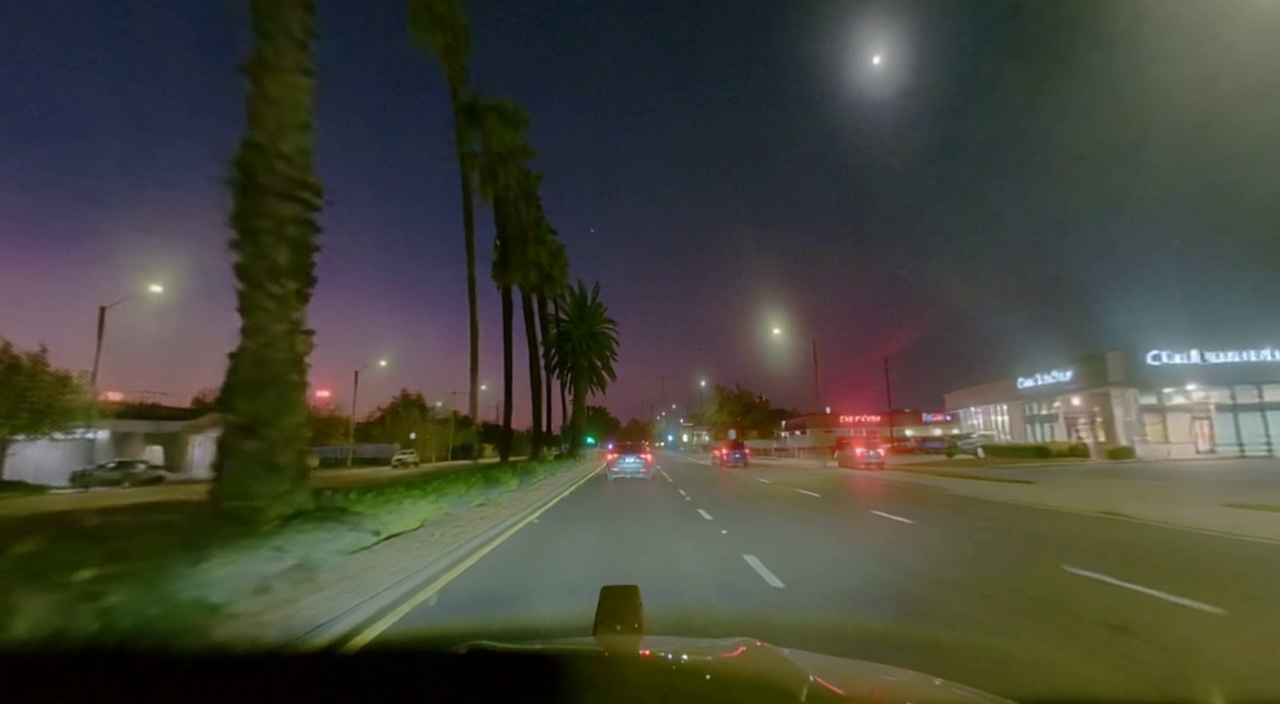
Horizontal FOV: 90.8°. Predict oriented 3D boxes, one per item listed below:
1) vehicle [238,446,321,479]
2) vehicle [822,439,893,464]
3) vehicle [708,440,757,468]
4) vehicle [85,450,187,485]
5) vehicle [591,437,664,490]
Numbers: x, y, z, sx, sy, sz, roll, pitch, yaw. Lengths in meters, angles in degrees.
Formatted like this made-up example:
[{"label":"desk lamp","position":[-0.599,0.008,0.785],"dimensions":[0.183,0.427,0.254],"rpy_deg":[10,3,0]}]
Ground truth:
[{"label":"vehicle","position":[-19.302,5.918,34.050],"dimensions":[2.021,1.666,4.247],"rpy_deg":[0,-9,-1]},{"label":"vehicle","position":[15.752,7.199,45.890],"dimensions":[4.358,1.732,2.129],"rpy_deg":[0,-9,-3]},{"label":"vehicle","position":[5.744,6.383,39.727],"dimensions":[2.244,1.618,4.585],"rpy_deg":[0,-9,-2]},{"label":"vehicle","position":[-27.047,6.170,34.151],"dimensions":[1.934,1.736,4.341],"rpy_deg":[0,-9,-1]},{"label":"vehicle","position":[-0.367,3.529,20.293],"dimensions":[2.106,1.496,3.964],"rpy_deg":[0,-9,0]}]
